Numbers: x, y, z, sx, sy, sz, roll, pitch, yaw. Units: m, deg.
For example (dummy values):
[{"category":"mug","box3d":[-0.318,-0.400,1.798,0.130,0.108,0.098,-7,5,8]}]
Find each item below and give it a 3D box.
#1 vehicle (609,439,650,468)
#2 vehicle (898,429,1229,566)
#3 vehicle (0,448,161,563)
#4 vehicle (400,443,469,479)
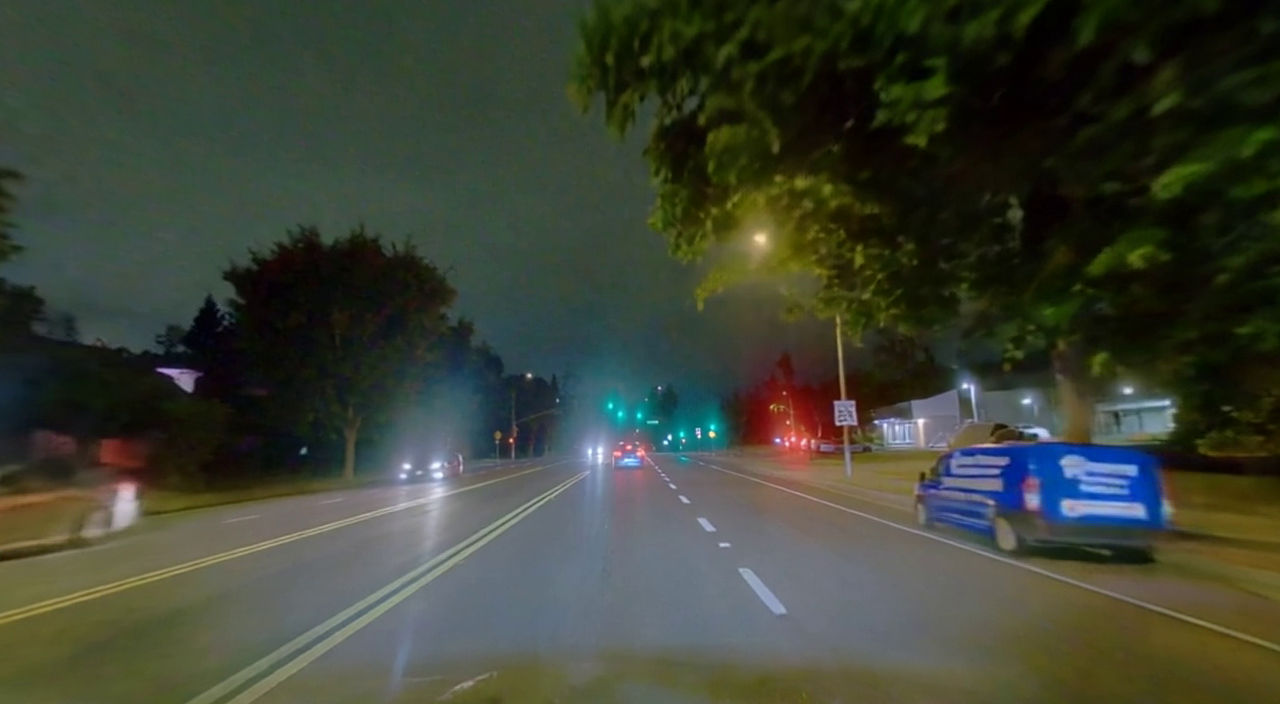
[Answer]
[{"category":"vehicle","box3d":[-0.585,5.545,34.501,2.104,1.462,3.991,0,-9,-1]},{"category":"vehicle","box3d":[5.767,1.999,9.427,1.926,1.555,4.106,0,-9,-3]},{"category":"vehicle","box3d":[-9.718,2.203,9.289,1.992,1.547,4.292,0,-9,0]},{"category":"vehicle","box3d":[-9.969,5.316,31.043,1.945,1.629,4.197,0,-9,0]}]
